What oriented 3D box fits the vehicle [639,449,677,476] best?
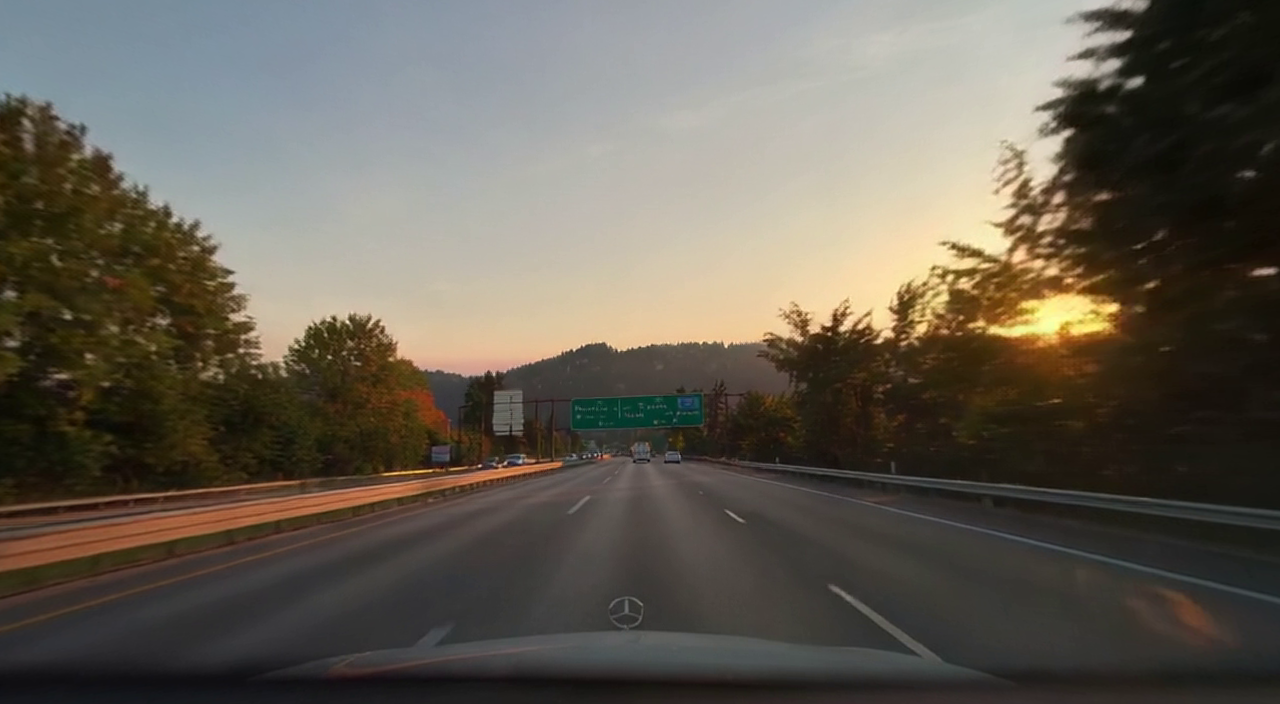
[{"bbox_3d":[0.994,6.379,36.569,2.036,1.457,3.471,0,-9,-1],"label":"vehicle"}]
